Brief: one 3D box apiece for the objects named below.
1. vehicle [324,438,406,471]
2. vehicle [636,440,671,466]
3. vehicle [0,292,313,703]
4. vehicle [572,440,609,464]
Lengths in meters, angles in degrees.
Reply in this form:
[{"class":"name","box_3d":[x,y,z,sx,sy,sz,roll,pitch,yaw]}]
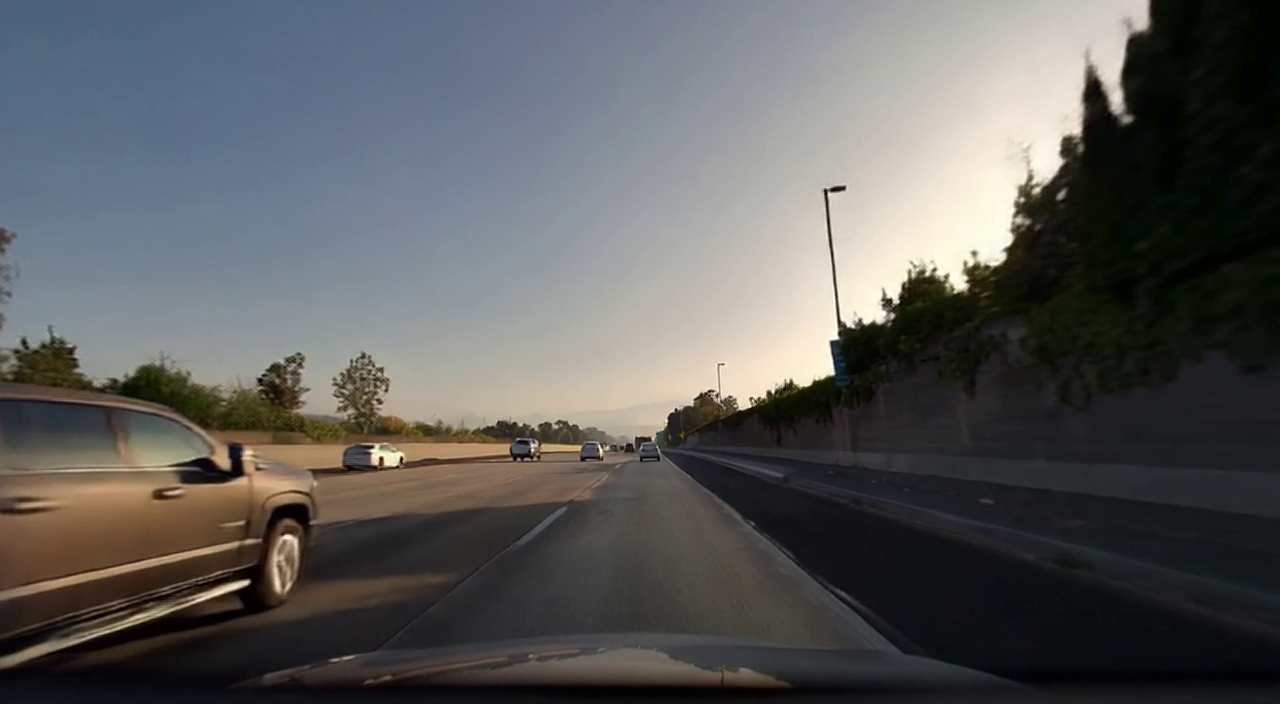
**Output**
[{"class":"vehicle","box_3d":[-13.564,5.065,31.443,1.952,1.469,4.639,0,-8,1]},{"class":"vehicle","box_3d":[0.804,6.213,39.111,2.073,1.480,4.343,0,-8,0]},{"class":"vehicle","box_3d":[-3.232,0.634,1.633,2.124,1.787,4.830,0,-8,1]},{"class":"vehicle","box_3d":[-3.143,6.448,40.889,2.056,1.480,4.022,0,-8,1]}]
